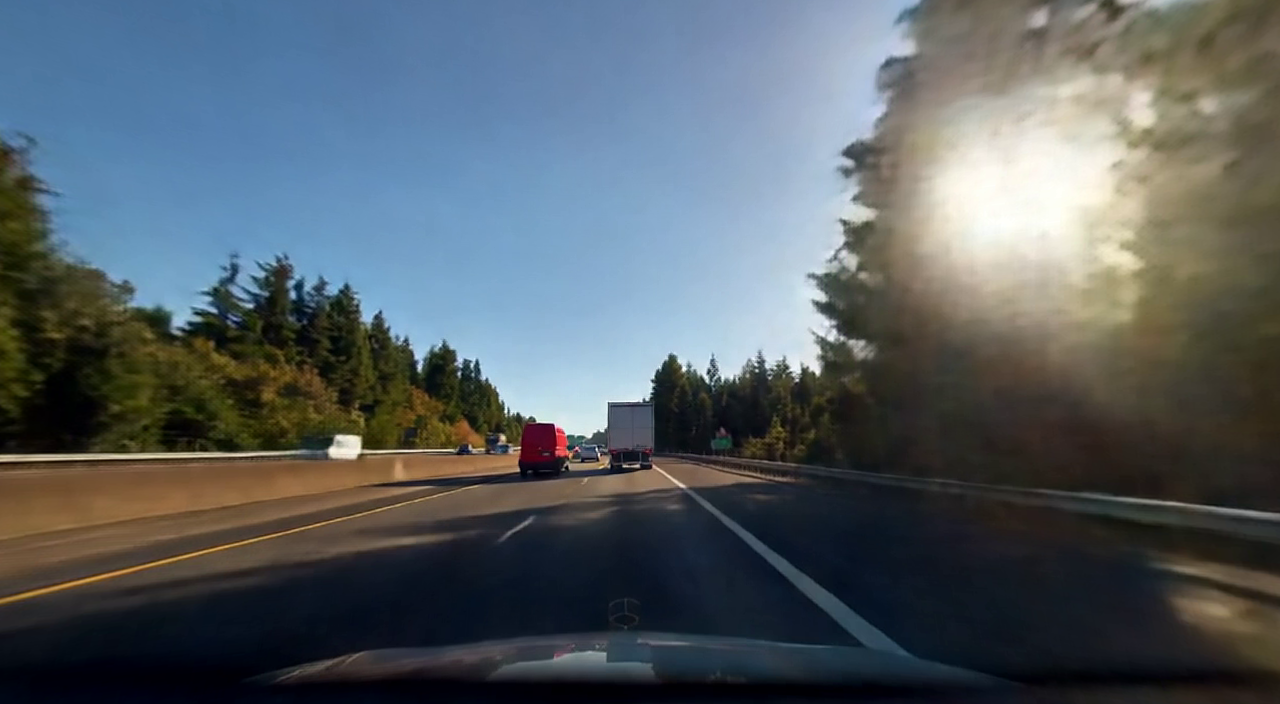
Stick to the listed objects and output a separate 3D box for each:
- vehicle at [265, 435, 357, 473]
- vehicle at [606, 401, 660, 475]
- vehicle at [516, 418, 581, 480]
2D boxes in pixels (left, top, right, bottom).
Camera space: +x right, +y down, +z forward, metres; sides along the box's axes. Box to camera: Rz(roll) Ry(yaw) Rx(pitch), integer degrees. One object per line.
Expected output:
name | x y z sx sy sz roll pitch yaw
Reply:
vehicle | -13.679 4.266 26.500 1.766 1.459 3.806 0 -9 1
vehicle | -0.463 5.556 39.977 2.995 4.036 10.311 0 -9 -1
vehicle | -4.404 4.857 31.541 2.357 2.786 6.144 0 -9 -1
